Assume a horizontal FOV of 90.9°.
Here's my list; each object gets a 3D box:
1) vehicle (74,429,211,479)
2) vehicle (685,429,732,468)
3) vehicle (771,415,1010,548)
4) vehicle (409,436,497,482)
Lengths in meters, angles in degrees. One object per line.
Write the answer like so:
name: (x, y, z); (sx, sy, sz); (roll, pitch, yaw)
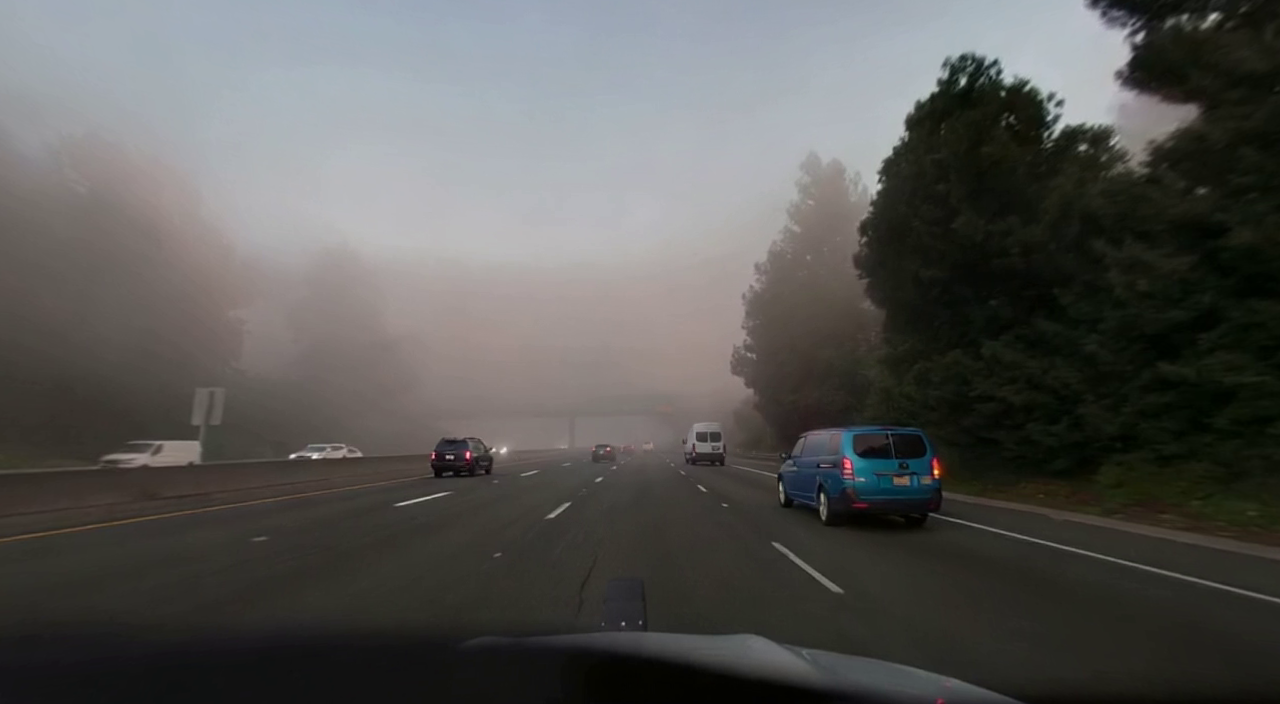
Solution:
vehicle: (-36.099, 7.436, 46.342); (2.791, 3.222, 8.831); (0, -8, 0)
vehicle: (4.232, 6.095, 39.974); (2.347, 2.234, 5.352); (0, -8, 0)
vehicle: (3.724, 2.017, 10.501); (2.100, 1.690, 4.536); (0, -8, 0)
vehicle: (-7.378, 4.265, 25.448); (2.068, 1.632, 4.623); (0, -8, 1)
